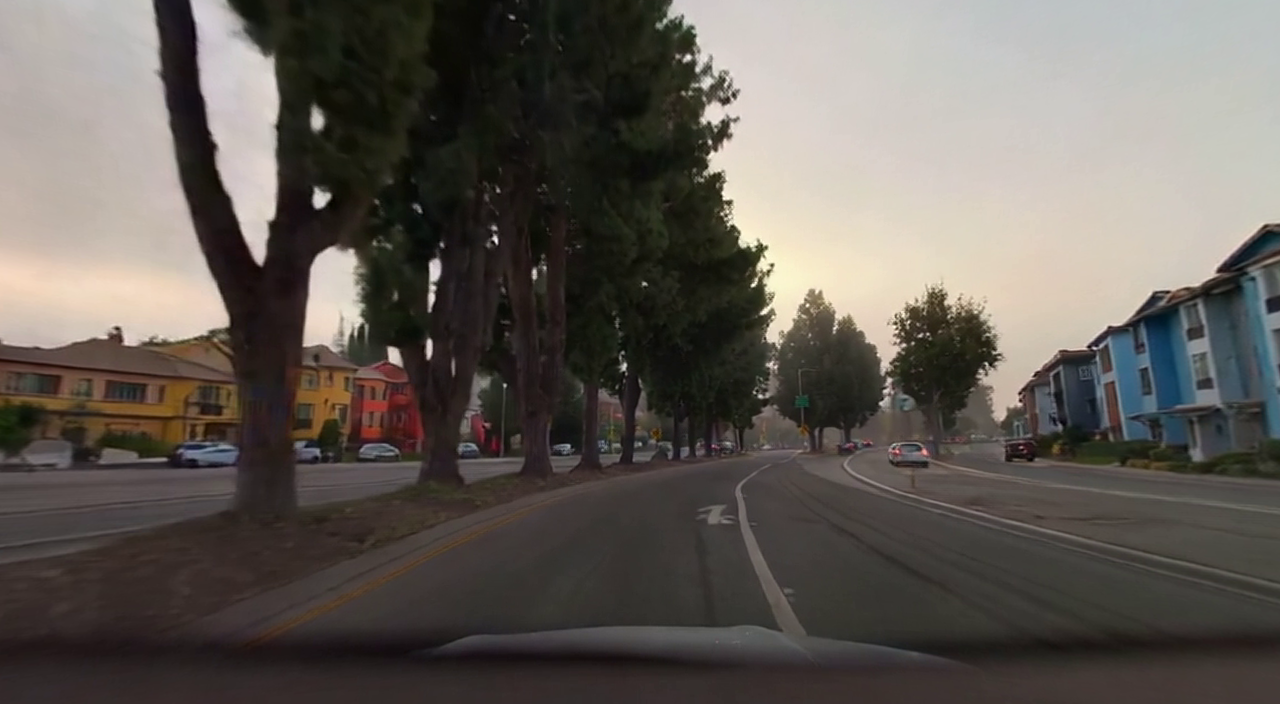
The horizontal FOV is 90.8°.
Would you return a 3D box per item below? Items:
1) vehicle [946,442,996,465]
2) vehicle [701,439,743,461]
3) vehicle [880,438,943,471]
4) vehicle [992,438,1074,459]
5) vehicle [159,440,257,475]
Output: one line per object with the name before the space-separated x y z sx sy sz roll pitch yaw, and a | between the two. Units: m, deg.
vehicle | 23.614 7.258 45.285 1.945 1.531 4.589 -2 -9 12
vehicle | 6.140 7.224 46.585 2.081 1.489 4.863 -3 -9 19
vehicle | 14.936 5.745 35.035 1.988 1.487 4.479 -3 -13 8
vehicle | 29.274 7.207 47.215 4.669 1.517 1.993 -2 -9 10
vehicle | -26.294 6.508 38.682 1.958 1.708 4.611 -6 -14 16
